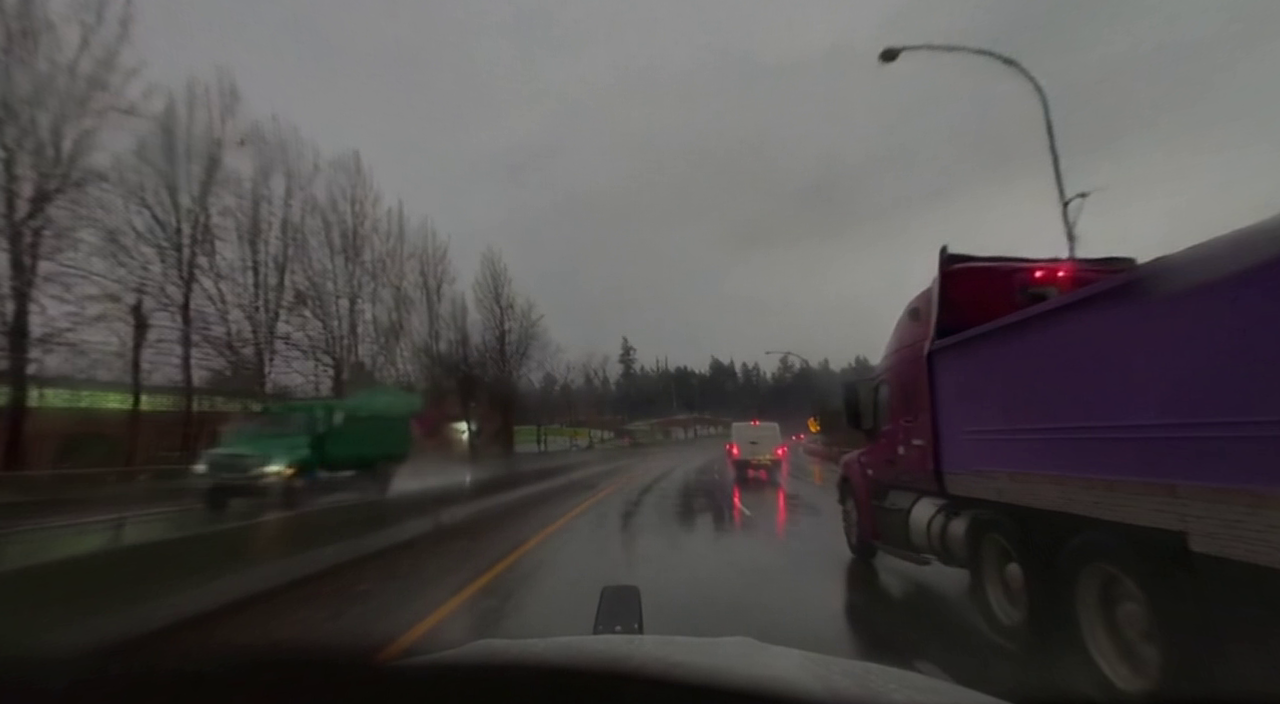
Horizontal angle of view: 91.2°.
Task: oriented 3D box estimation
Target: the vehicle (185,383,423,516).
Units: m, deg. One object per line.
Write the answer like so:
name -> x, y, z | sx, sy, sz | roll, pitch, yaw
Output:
vehicle -> -8.250, 2.541, 16.456 | 2.492, 2.808, 5.904 | -2, -9, 6

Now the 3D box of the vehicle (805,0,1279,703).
vehicle -> 3.893, 0.128, 1.647 | 2.916, 3.563, 14.462 | -1, -9, 0
